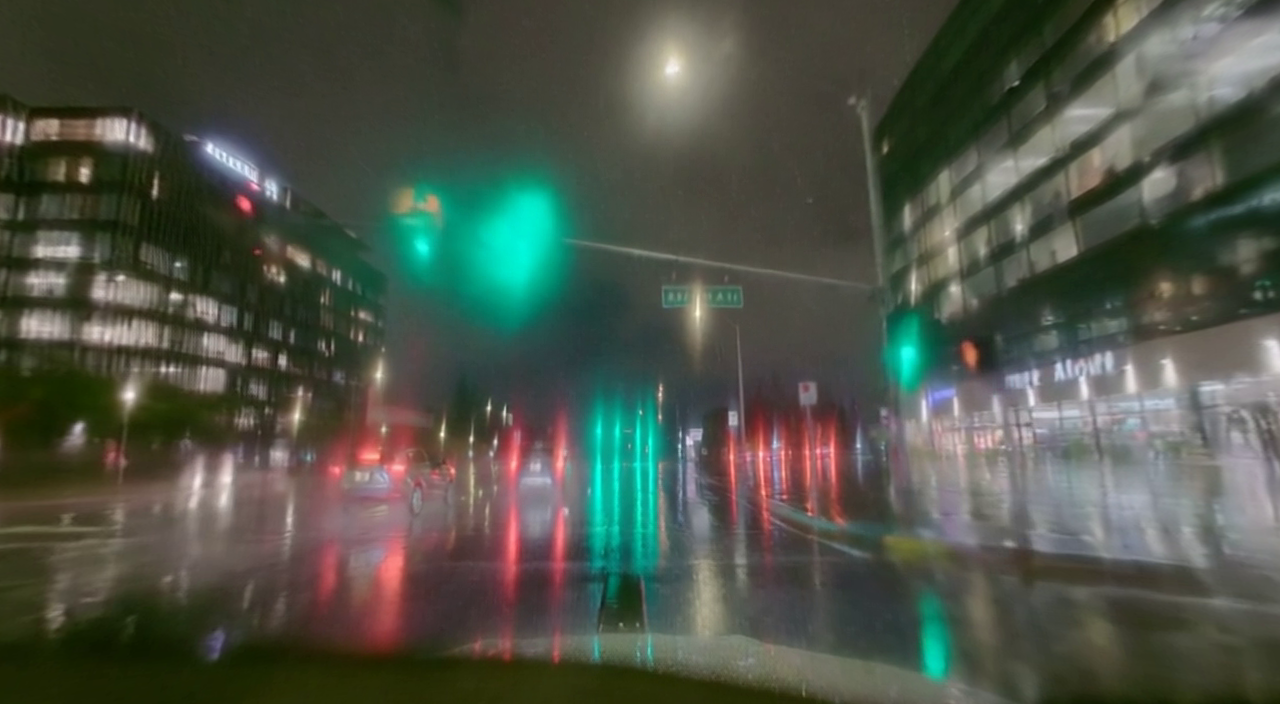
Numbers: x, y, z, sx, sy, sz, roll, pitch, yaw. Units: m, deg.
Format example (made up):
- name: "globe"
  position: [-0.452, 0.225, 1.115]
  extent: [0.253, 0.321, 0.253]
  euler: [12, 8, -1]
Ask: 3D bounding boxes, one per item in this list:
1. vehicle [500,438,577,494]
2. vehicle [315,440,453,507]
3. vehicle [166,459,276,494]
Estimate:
- name: "vehicle"
  position: [-3.411, 3.913, 22.094]
  extent: [2.052, 1.729, 4.195]
  euler: [0, -9, -1]
- name: "vehicle"
  position: [-6.939, 3.304, 17.733]
  extent: [1.909, 1.605, 4.561]
  euler: [0, -8, 1]
- name: "vehicle"
  position: [-20.653, 6.131, 31.433]
  extent: [2.050, 1.519, 4.736]
  euler: [-1, -9, 2]
